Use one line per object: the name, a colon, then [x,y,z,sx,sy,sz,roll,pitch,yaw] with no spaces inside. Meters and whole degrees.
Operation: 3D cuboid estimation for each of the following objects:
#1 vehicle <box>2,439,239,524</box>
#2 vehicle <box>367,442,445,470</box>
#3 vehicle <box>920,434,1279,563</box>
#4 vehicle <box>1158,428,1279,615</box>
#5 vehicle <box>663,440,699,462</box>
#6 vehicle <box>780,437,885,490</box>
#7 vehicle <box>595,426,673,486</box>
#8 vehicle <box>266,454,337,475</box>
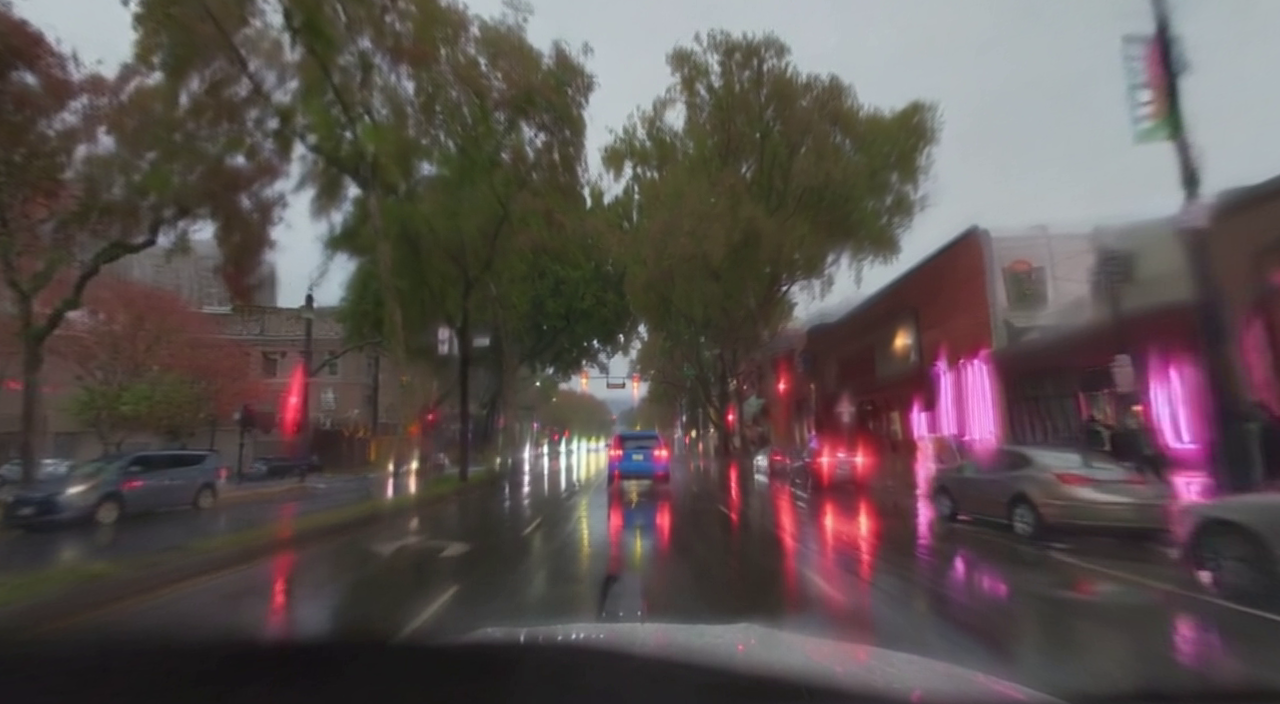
vehicle: [-14.058,3.487,17.711,2.197,1.985,5.183,0,-9,0]
vehicle: [-15.537,6.934,42.055,4.427,1.757,2.125,-3,-9,18]
vehicle: [6.217,1.991,9.412,1.964,1.429,4.515,0,-9,-1]
vehicle: [6.153,1.174,3.833,2.048,1.484,4.709,0,-9,1]
vehicle: [2.826,6.978,44.674,2.209,1.478,4.138,0,-9,-1]
vehicle: [6.086,3.580,20.586,1.986,1.515,4.265,0,-9,-1]
vehicle: [-0.220,3.516,21.524,2.382,1.796,4.610,0,-9,-1]
vehicle: [-26.000,8.605,48.600,4.317,1.524,1.809,0,-9,-1]
